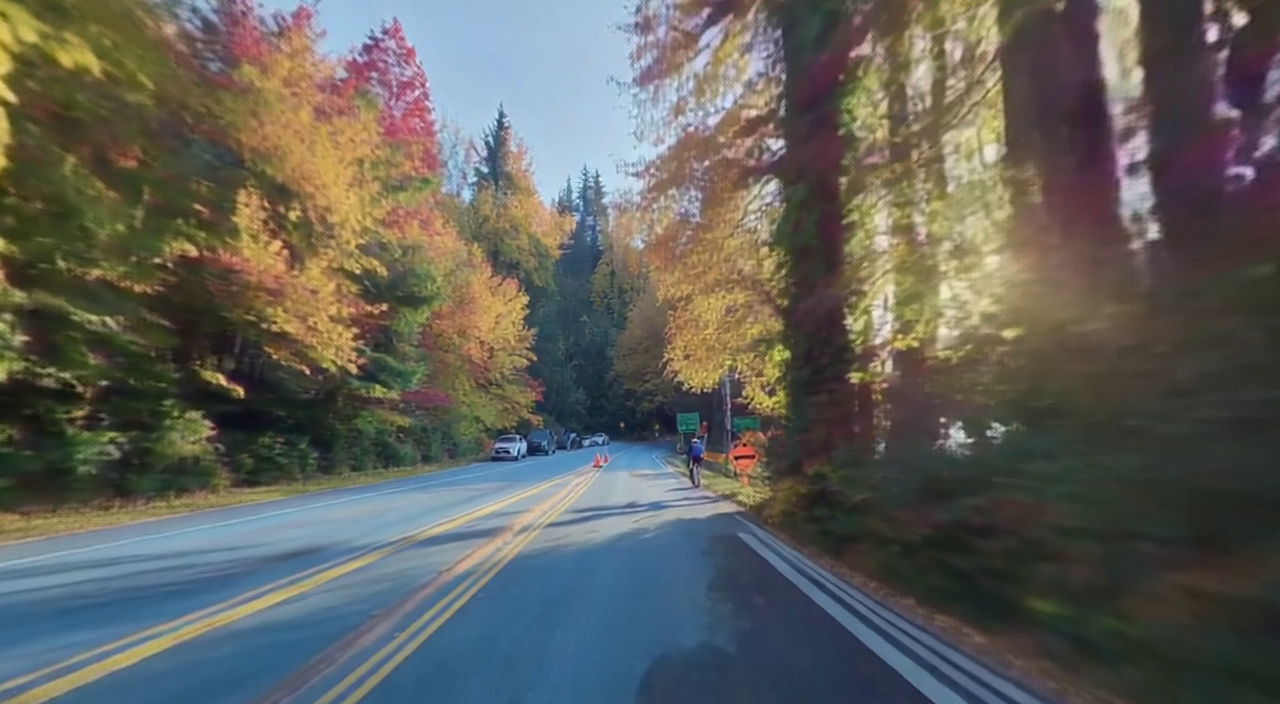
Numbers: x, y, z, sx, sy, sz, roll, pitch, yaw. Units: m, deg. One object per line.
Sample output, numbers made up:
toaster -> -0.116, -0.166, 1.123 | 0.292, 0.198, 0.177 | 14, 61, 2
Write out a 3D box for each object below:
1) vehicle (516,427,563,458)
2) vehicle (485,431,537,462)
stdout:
vehicle -> -7.385, 6.743, 47.085 | 2.312, 2.075, 5.748 | -3, -9, 2
vehicle -> -7.950, 5.835, 39.247 | 1.991, 1.759, 4.443 | -3, -8, 4
